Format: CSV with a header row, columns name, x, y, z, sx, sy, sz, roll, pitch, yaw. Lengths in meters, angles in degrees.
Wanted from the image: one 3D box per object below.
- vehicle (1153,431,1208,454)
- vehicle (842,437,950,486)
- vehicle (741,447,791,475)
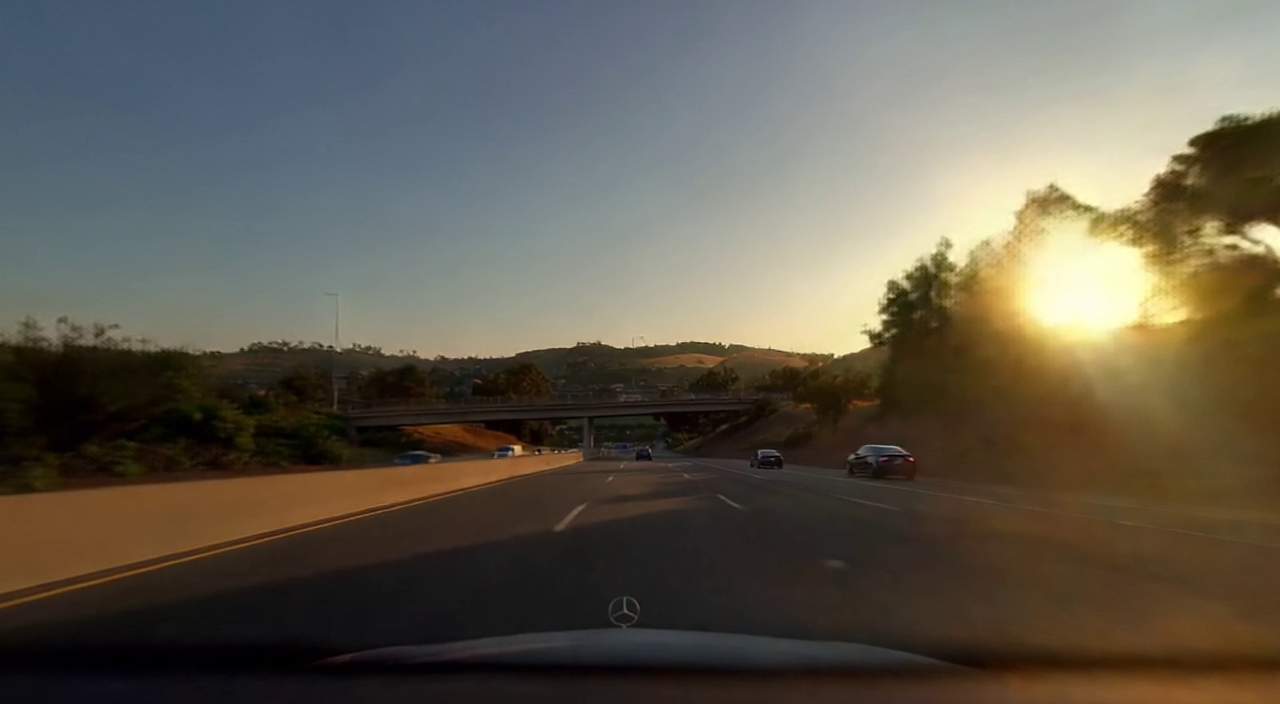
name,x,y,z,sx,sy,sz,roll,pitch,yaw
vehicle,41.866,7.042,48.857,2.154,1.660,4.444,-5,-10,27
vehicle,11.110,4.798,27.943,2.387,1.936,5.646,0,-9,0
vehicle,7.446,6.451,37.672,2.053,1.553,4.463,0,-9,0
